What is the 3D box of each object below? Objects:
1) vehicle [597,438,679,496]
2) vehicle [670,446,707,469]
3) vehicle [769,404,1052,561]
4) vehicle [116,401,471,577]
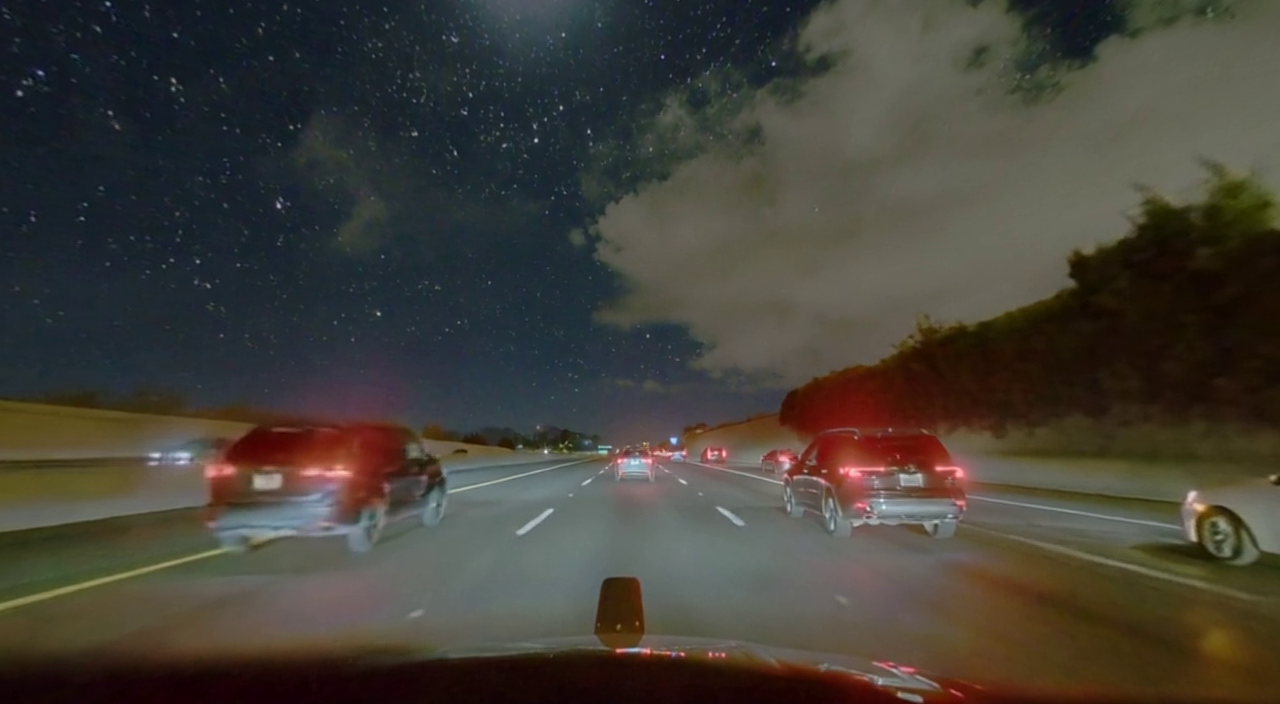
[{"bbox_3d":[-0.105,3.280,18.374,2.098,1.475,3.997,0,-9,-1],"label":"vehicle"},{"bbox_3d":[3.244,7.191,43.281,1.998,1.490,4.296,0,-9,-3],"label":"vehicle"},{"bbox_3d":[3.621,1.856,9.713,2.162,1.800,4.693,0,-9,-1],"label":"vehicle"},{"bbox_3d":[-4.218,1.773,9.028,2.218,1.776,5.031,0,-9,0],"label":"vehicle"}]
